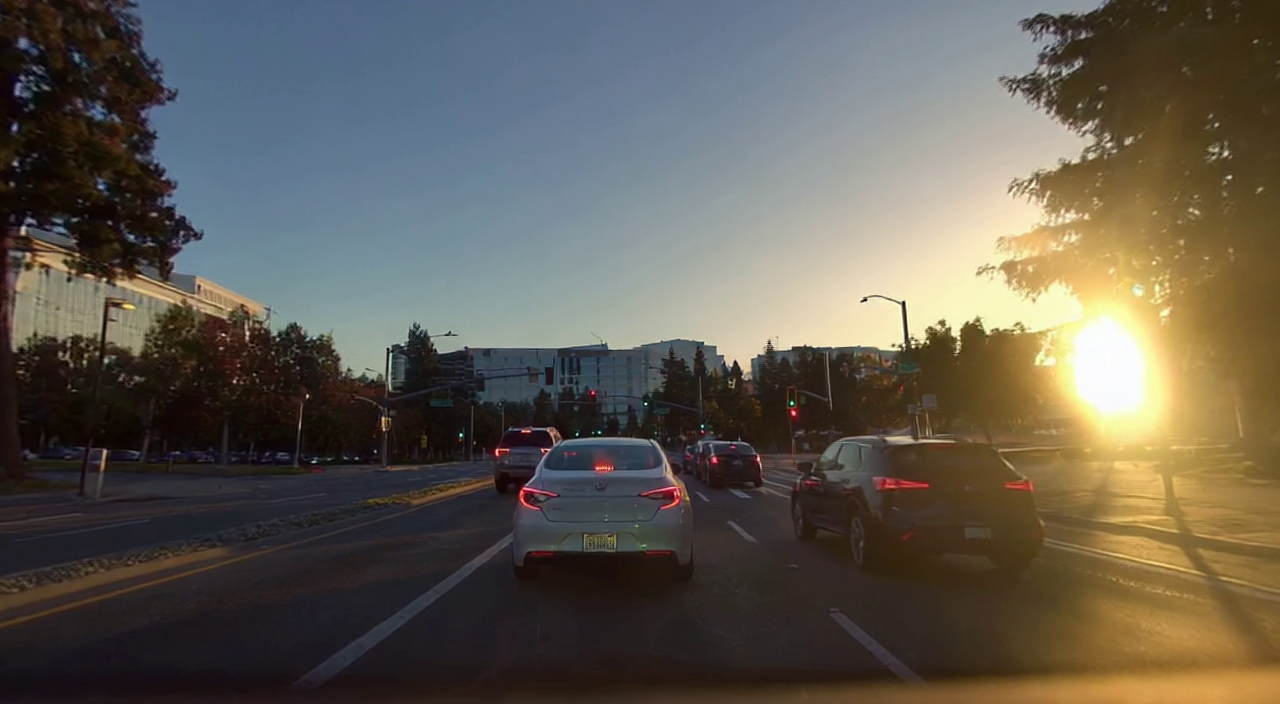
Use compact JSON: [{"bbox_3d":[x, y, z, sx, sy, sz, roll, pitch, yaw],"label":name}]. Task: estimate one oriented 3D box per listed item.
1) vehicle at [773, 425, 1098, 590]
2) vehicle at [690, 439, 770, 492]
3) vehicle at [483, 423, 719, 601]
[{"bbox_3d":[3.141,1.733,7.920,1.910,1.474,4.263,0,-9,-1],"label":"vehicle"},{"bbox_3d":[2.866,3.714,21.075,1.874,1.556,4.116,0,-9,-3],"label":"vehicle"},{"bbox_3d":[-0.360,1.636,7.239,2.006,1.487,3.535,0,-9,-1],"label":"vehicle"}]
